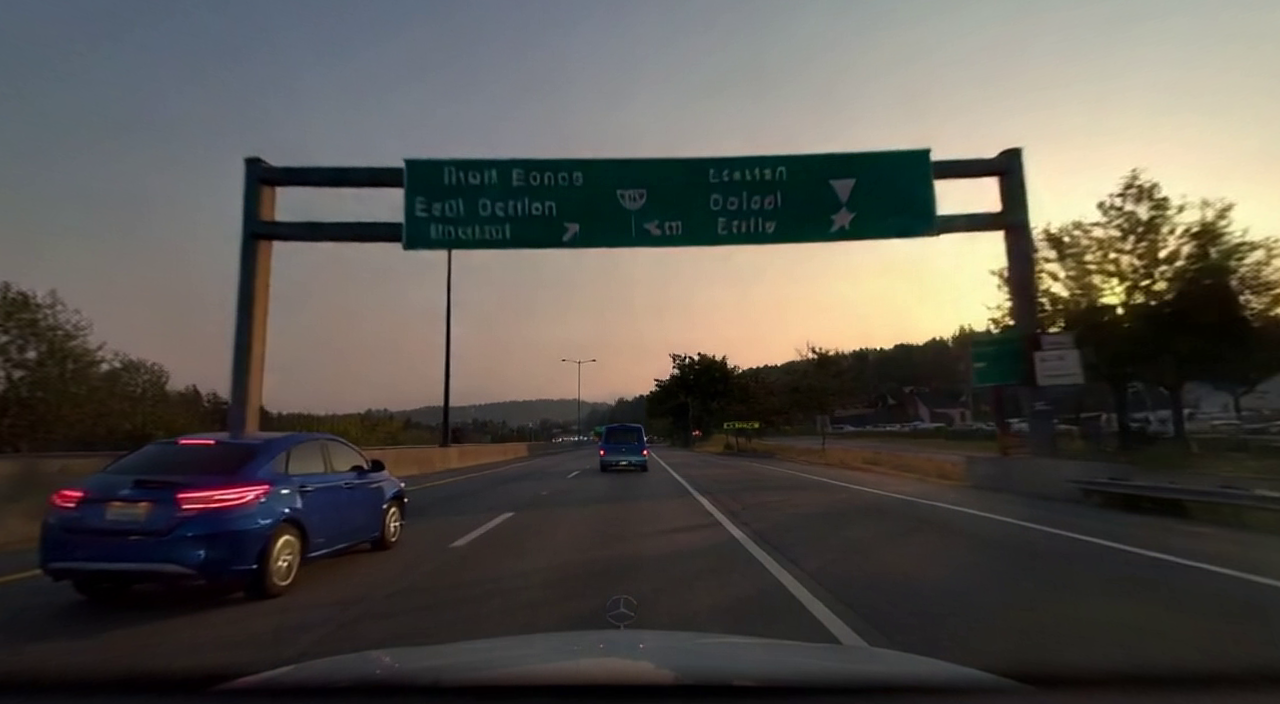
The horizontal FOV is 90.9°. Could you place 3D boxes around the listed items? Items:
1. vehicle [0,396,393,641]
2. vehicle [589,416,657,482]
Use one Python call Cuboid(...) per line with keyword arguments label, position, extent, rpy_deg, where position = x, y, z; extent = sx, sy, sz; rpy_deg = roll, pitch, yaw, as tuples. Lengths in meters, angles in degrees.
Cuboid(label="vehicle", position=(-4.552, 1.456, 6.556), extent=(2.198, 1.666, 4.311), rpy_deg=(0, -8, 0))
Cuboid(label="vehicle", position=(-0.557, 3.569, 23.393), extent=(2.248, 2.154, 4.892), rpy_deg=(0, -8, 0))
